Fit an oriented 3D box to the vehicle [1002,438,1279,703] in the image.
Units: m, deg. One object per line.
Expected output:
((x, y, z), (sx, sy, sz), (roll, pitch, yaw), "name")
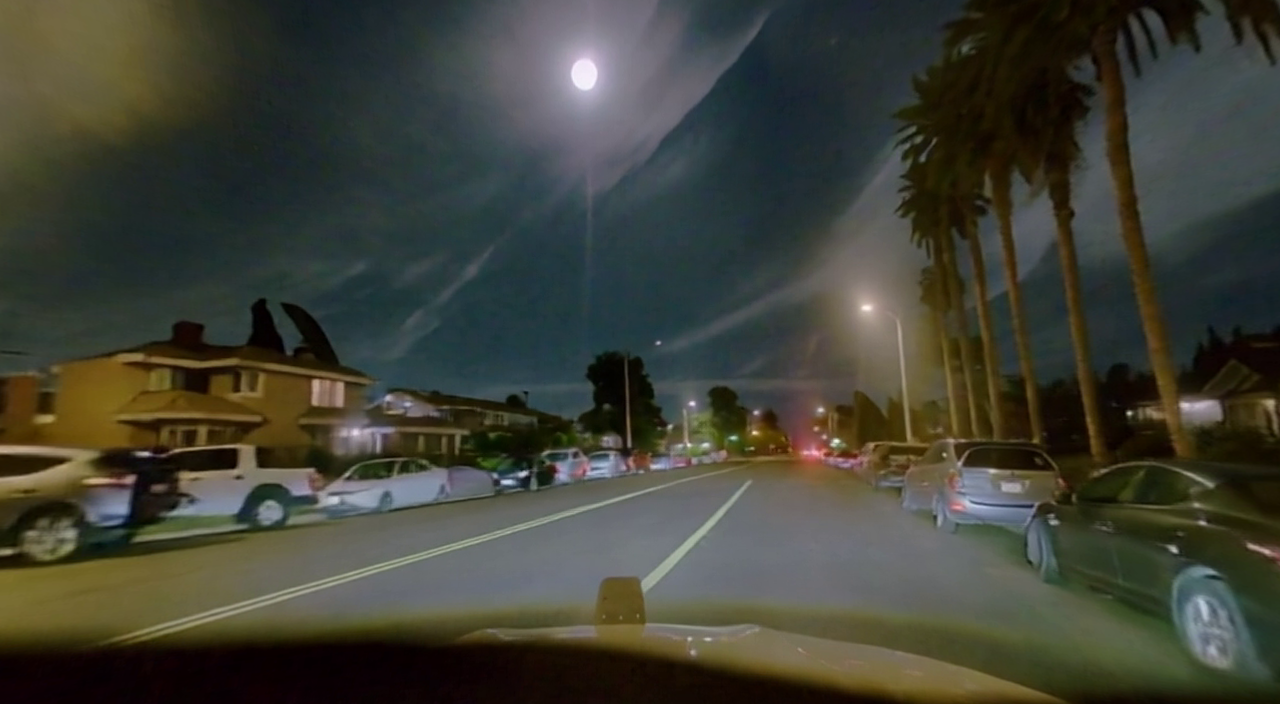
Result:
((4.589, 1.418, 4.914), (2.001, 1.461, 4.492), (-3, -9, 16), "vehicle")

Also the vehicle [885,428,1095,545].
((5.978, 2.296, 11.525), (2.016, 1.670, 4.372), (-2, -8, 11), "vehicle")

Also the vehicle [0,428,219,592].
((-8.404, 1.855, 7.800), (4.866, 1.752, 1.998), (0, -8, -4), "vehicle")
